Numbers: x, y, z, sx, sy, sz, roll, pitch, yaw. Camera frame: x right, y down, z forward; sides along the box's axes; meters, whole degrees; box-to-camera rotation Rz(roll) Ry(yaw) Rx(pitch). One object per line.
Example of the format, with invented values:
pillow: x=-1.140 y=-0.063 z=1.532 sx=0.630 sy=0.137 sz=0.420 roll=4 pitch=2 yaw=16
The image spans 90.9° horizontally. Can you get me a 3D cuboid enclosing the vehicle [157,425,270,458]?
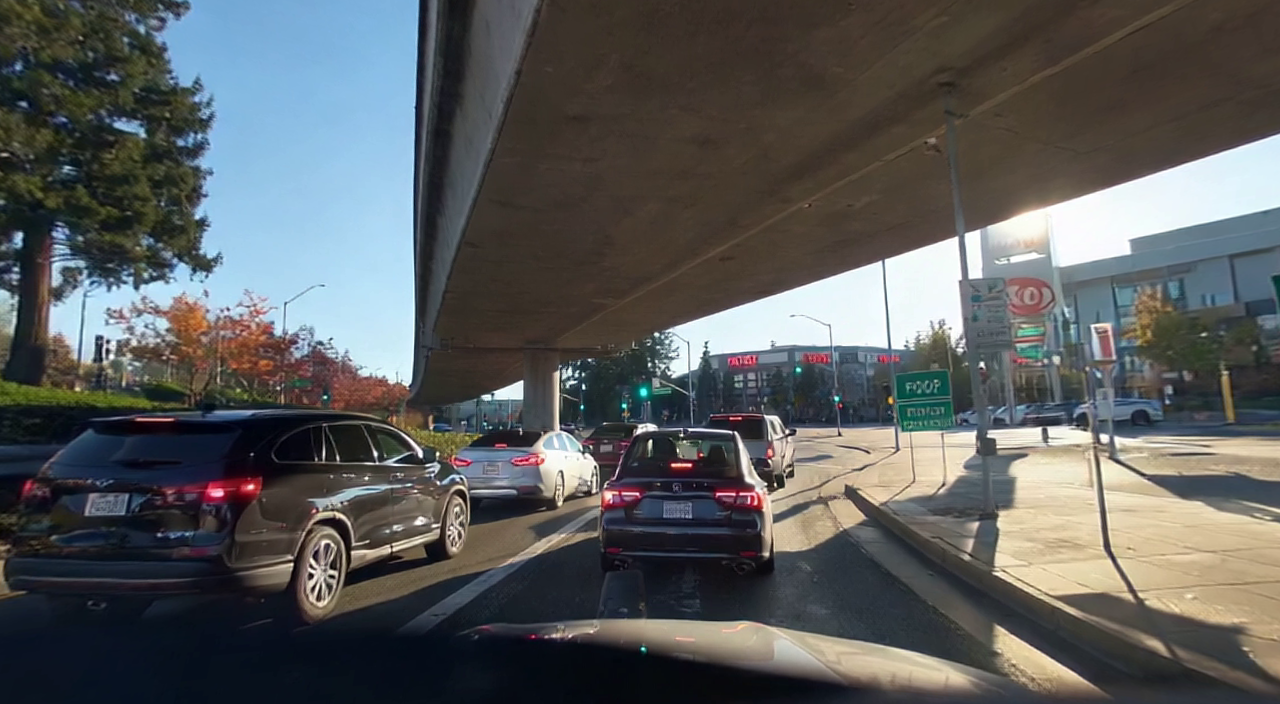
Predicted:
vehicle: x=-27.325 y=5.764 z=40.608 sx=5.457 sy=2.021 sz=2.213 roll=2 pitch=-9 yaw=-14

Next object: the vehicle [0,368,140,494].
vehicle: x=-24.255 y=2.789 z=19.861 sx=13.064 sy=3.755 sz=3.269 roll=-2 pitch=-8 yaw=-13

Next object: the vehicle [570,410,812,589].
vehicle: x=0.774 y=1.648 z=7.963 sx=2.195 sy=1.571 sz=4.353 roll=-2 pitch=-8 yaw=9

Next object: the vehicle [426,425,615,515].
vehicle: x=-2.221 y=2.400 z=13.391 sx=2.214 sy=1.519 sz=4.704 roll=-2 pitch=-9 yaw=13
